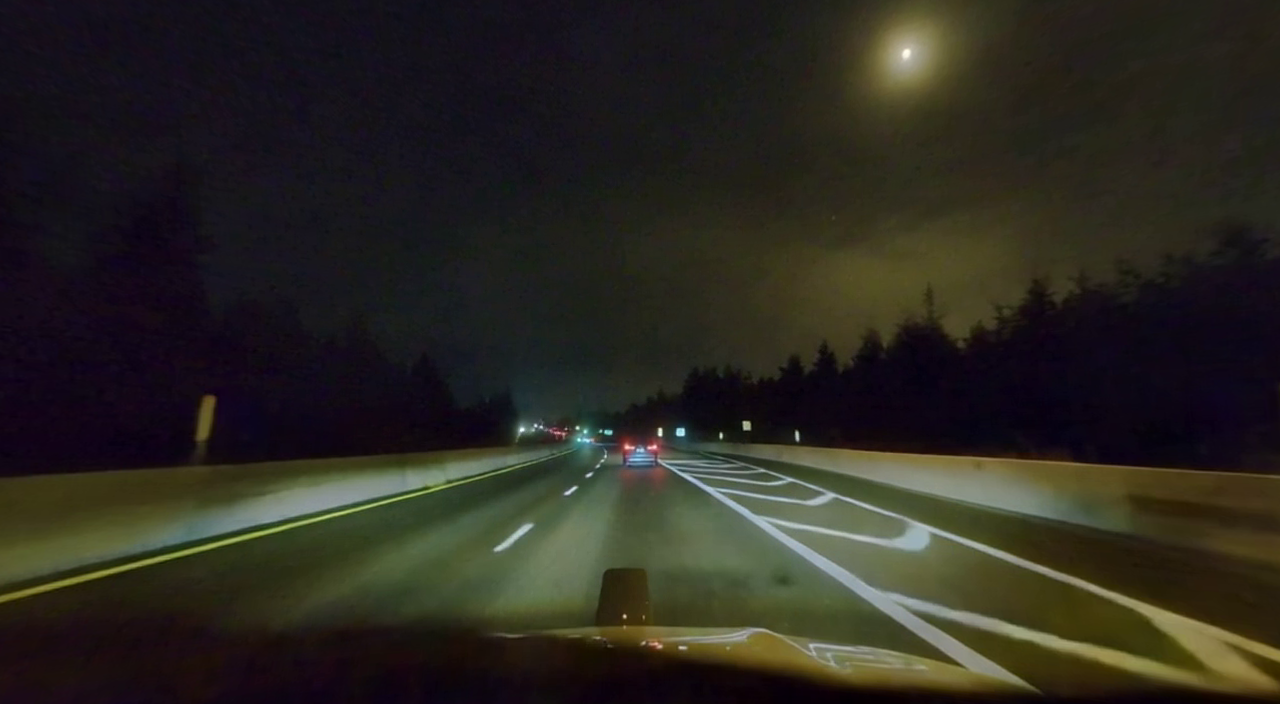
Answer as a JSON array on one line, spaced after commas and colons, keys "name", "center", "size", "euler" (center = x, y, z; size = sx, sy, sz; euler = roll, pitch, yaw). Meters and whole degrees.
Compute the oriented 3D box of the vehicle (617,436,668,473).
[{"name": "vehicle", "center": [0.111, 4.557, 28.160], "size": [2.130, 1.512, 4.057], "euler": [0, -8, 0]}]
